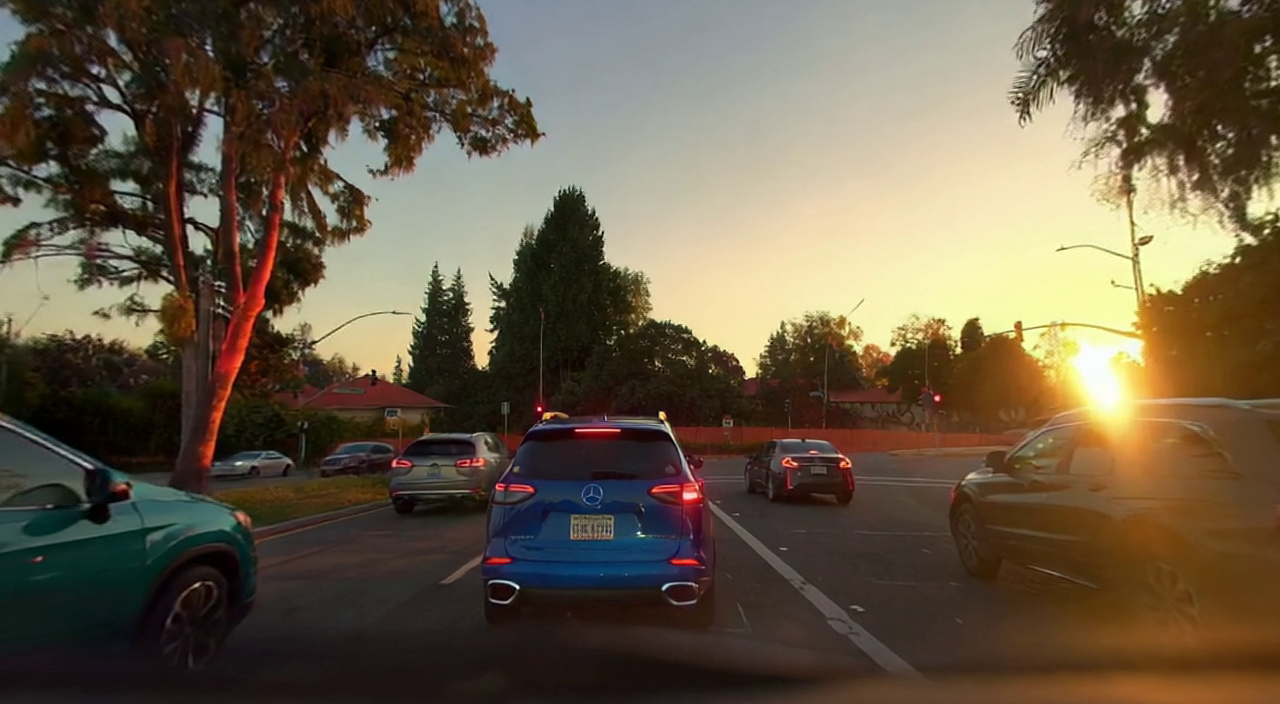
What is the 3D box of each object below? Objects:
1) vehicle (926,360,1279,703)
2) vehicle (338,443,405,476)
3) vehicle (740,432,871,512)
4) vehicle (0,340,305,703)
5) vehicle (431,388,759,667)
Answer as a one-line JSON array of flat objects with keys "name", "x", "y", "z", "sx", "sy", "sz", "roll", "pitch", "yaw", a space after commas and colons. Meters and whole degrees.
[{"name": "vehicle", "x": 4.196, "y": 1.220, "z": 4.996, "sx": 2.014, "sy": 1.740, "sz": 4.515, "roll": -1, "pitch": -8, "yaw": 4}, {"name": "vehicle", "x": -15.362, "y": 6.134, "z": 36.282, "sx": 1.949, "sy": 1.744, "sz": 4.109, "roll": 0, "pitch": -8, "yaw": 1}, {"name": "vehicle", "x": 3.586, "y": 2.662, "z": 14.466, "sx": 1.847, "sy": 1.554, "sz": 3.885, "roll": 0, "pitch": -8, "yaw": -2}, {"name": "vehicle", "x": -3.467, "y": 0.803, "z": 2.220, "sx": 2.047, "sy": 1.741, "sz": 4.470, "roll": 0, "pitch": -8, "yaw": 1}, {"name": "vehicle", "x": -0.193, "y": 1.378, "z": 6.018, "sx": 2.022, "sy": 1.700, "sz": 4.084, "roll": 0, "pitch": -8, "yaw": 3}]
